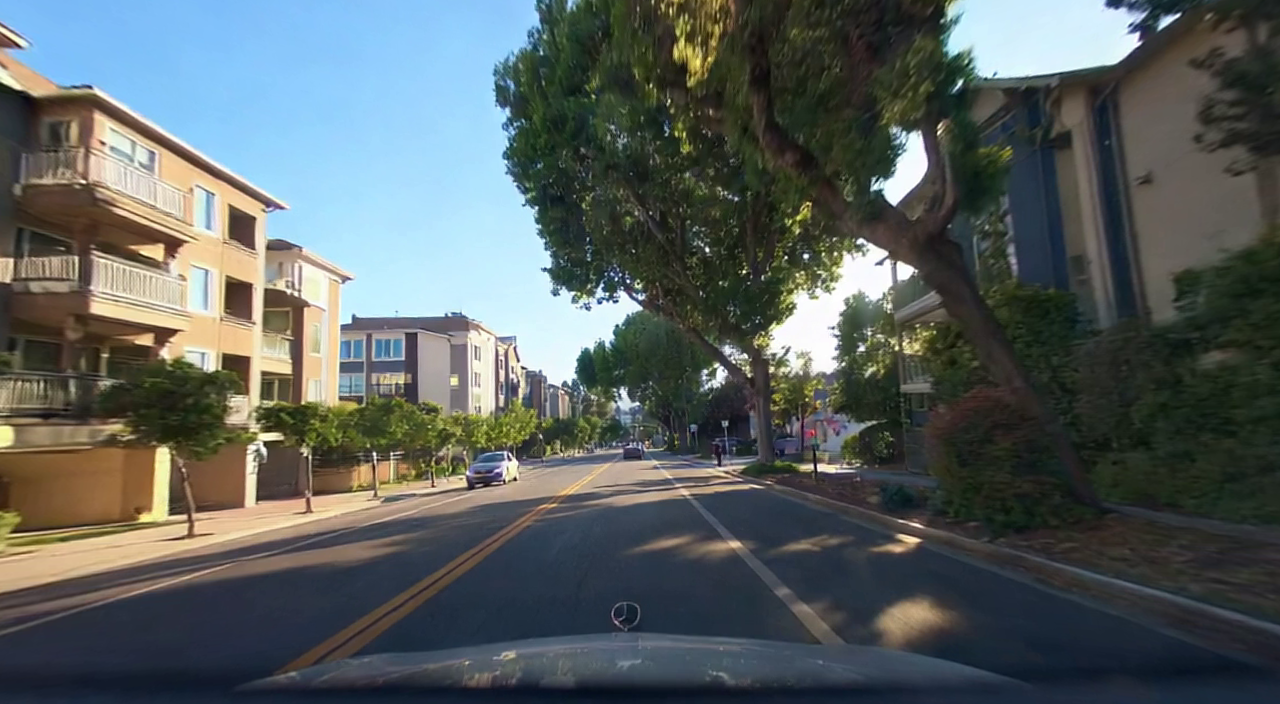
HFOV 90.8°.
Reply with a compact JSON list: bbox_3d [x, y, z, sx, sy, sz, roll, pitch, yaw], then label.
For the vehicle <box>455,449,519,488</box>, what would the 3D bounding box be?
[{"bbox_3d":[-7.362,5.620,30.822,2.010,1.553,4.312,-4,-9,0],"label":"vehicle"}]
